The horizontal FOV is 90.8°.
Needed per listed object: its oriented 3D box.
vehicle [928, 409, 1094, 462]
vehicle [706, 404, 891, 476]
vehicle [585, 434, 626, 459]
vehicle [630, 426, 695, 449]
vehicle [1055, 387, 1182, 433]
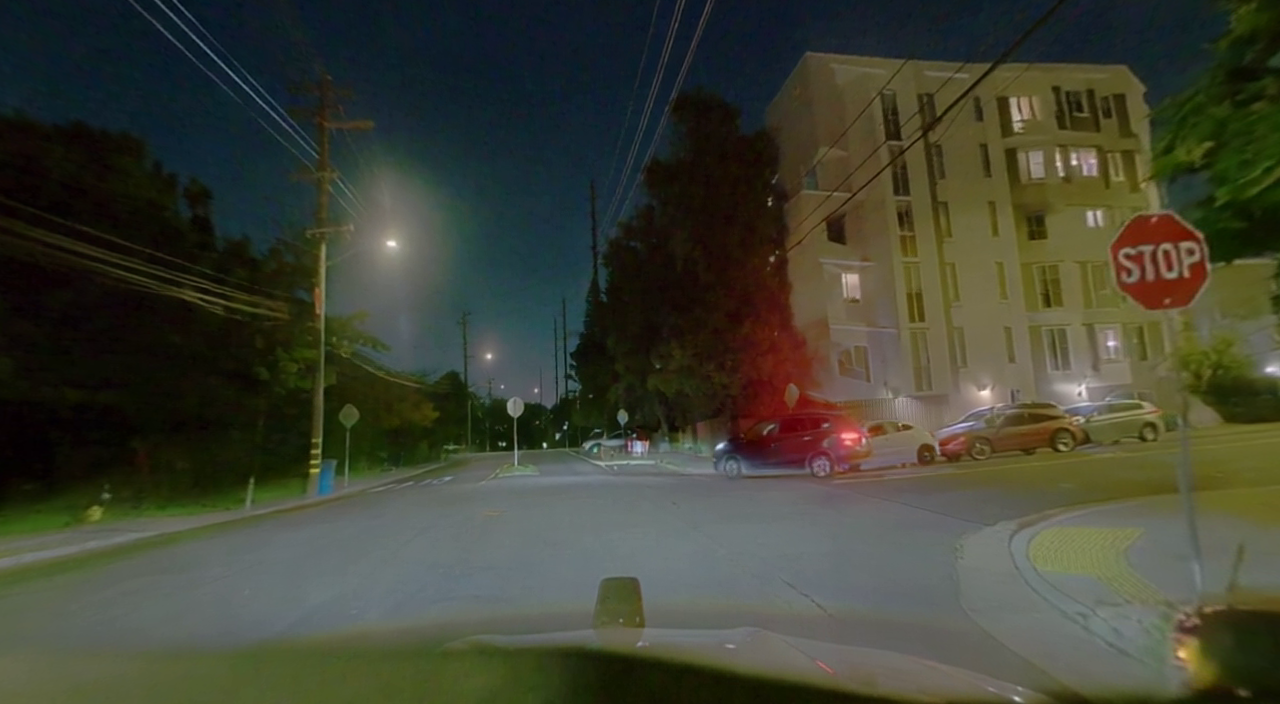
[{"bbox_3d":[12.937,2.936,22.161,4.830,1.490,1.878,-2,-10,-11],"label":"vehicle"},{"bbox_3d":[4.440,2.564,18.139,4.790,1.872,2.155,-2,-10,14],"label":"vehicle"},{"bbox_3d":[-2.250,6.012,40.252,1.918,1.475,4.060,2,-9,-12],"label":"vehicle"},{"bbox_3d":[1.634,6.366,46.783,4.424,1.645,1.820,2,-9,-14],"label":"vehicle"},{"bbox_3d":[21.977,2.774,29.284,1.976,1.876,4.405,1,-9,-10],"label":"vehicle"}]
